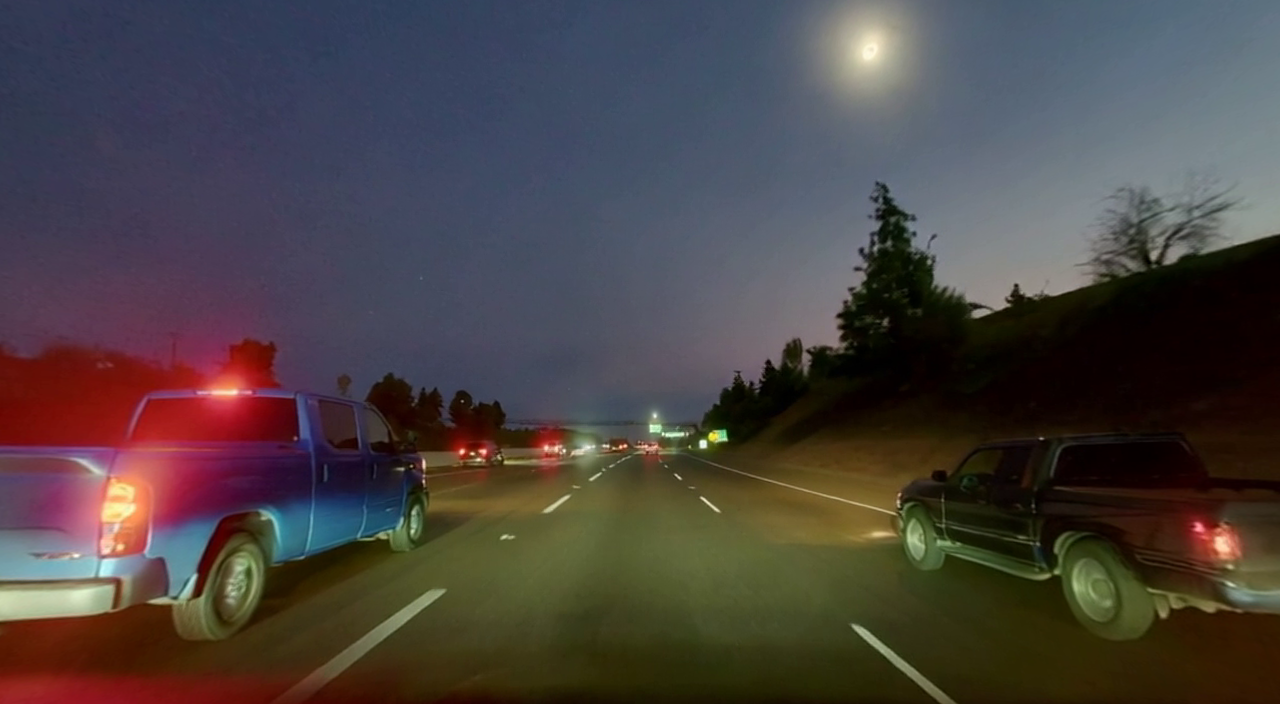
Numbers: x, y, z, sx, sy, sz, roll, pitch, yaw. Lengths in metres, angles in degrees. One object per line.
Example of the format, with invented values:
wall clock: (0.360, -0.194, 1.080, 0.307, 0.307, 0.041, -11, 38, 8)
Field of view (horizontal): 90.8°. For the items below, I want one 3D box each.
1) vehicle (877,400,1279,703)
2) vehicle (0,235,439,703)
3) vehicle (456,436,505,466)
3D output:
vehicle: (3.725, 1.268, 4.673, 2.047, 1.524, 4.619, 0, -9, -1)
vehicle: (-3.620, 0.913, 4.251, 2.483, 2.100, 6.208, 0, -9, 0)
vehicle: (-10.729, 6.684, 42.871, 2.012, 1.875, 4.895, 0, -9, 1)
